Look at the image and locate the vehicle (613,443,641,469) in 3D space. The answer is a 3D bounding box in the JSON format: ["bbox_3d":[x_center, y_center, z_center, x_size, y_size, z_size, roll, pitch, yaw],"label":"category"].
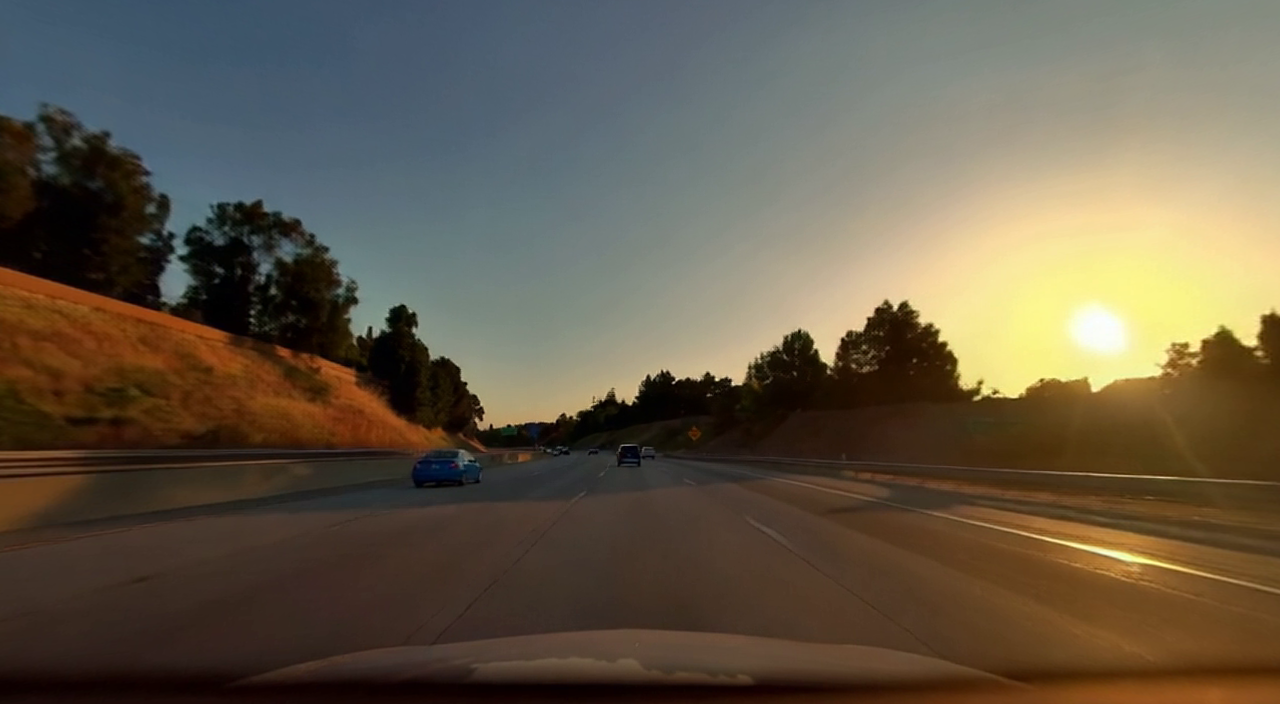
[{"bbox_3d":[-1.044,8.021,48.863,1.990,1.878,4.079,0,-9,-3],"label":"vehicle"}]

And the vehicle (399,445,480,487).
[{"bbox_3d":[-7.694,4.388,24.677,1.915,1.479,3.843,0,-9,-1],"label":"vehicle"}]
